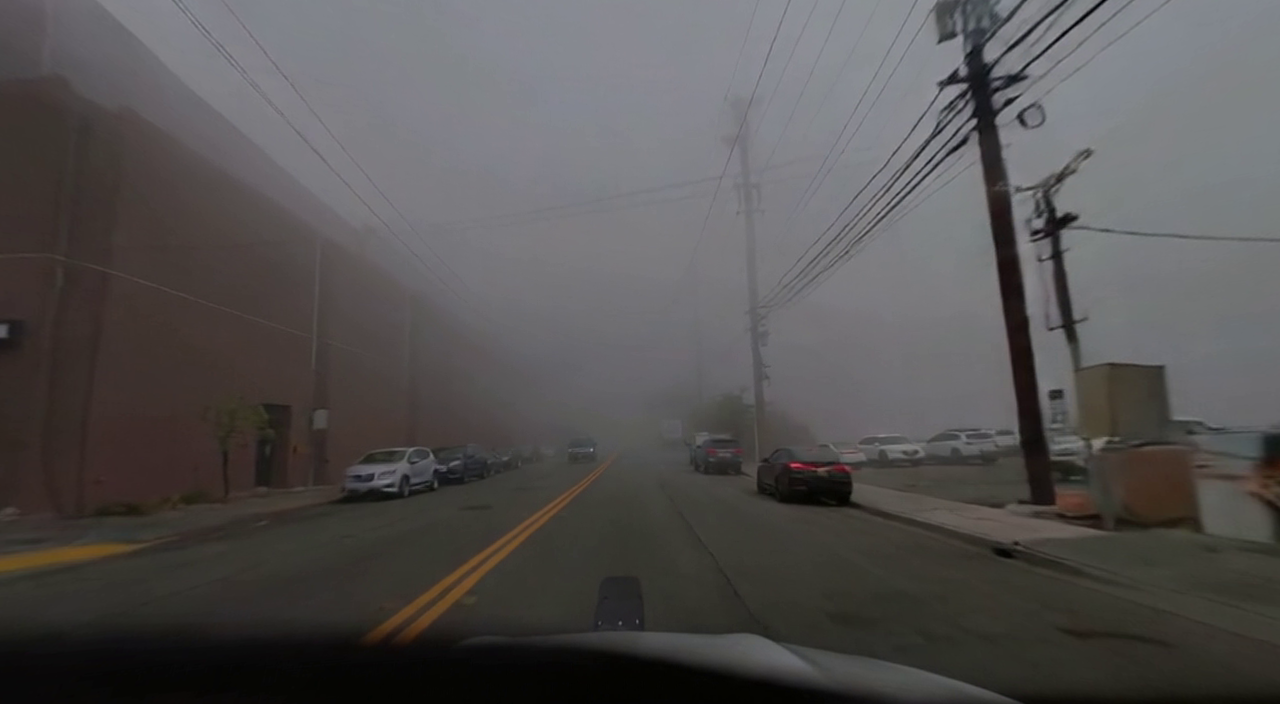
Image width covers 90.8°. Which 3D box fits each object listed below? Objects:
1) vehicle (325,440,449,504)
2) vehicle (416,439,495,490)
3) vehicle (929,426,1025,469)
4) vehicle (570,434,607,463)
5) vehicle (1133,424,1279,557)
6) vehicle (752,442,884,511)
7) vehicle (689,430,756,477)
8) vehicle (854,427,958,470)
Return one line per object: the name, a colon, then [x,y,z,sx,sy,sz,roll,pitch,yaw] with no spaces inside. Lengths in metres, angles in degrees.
vehicle: [-7.843,3.732,20.189,2.194,1.775,4.482,0,-8,-2]
vehicle: [-7.571,4.615,26.412,1.933,1.754,4.514,-3,-7,0]
vehicle: [14.860,4.221,28.136,1.828,1.749,4.000,0,-8,-4]
vehicle: [-3.808,7.226,47.614,2.275,1.999,5.723,0,-8,1]
vehicle: [8.210,1.540,6.993,1.973,1.485,4.377,0,-8,0]
vehicle: [4.231,2.994,15.829,1.919,1.453,4.425,0,-8,-1]
vehicle: [3.724,4.737,29.877,2.218,1.956,5.916,0,-8,-1]
vehicle: [11.857,4.367,28.575,1.965,1.705,4.677,0,-8,-11]
